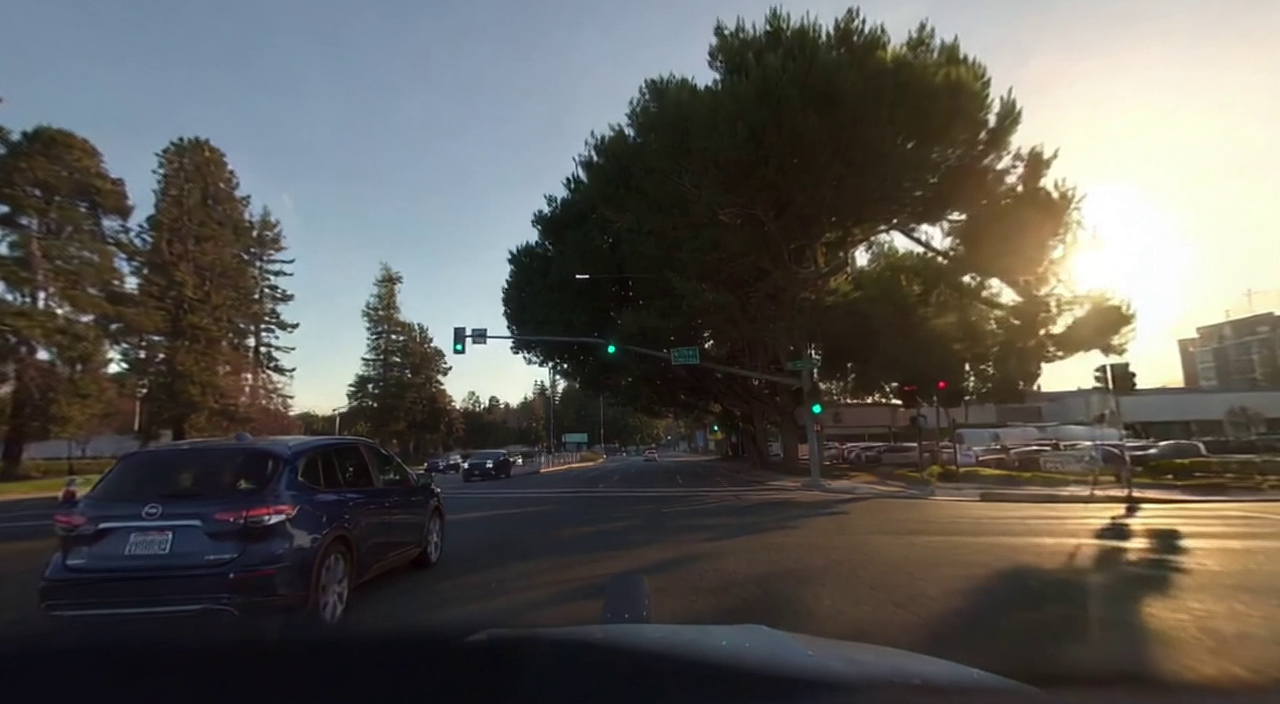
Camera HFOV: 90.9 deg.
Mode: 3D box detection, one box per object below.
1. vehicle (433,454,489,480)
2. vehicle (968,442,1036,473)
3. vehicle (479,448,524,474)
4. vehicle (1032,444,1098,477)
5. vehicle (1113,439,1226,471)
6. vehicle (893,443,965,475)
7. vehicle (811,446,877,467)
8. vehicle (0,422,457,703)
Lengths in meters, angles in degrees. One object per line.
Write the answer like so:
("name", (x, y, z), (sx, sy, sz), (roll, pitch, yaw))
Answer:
("vehicle", (-11.221, 7.214, 39.836), (2.001, 1.458, 4.278), (-1, -8, 4))
("vehicle", (17.957, 5.168, 31.191), (1.945, 1.434, 4.293), (-8, -11, 42))
("vehicle", (-10.767, 8.483, 49.275), (2.120, 1.833, 4.650), (-1, -8, 4))
("vehicle", (20.032, 5.050, 29.612), (1.930, 1.410, 4.313), (-7, -11, 40))
("vehicle", (27.536, 5.318, 32.824), (4.678, 1.558, 1.883), (1, -9, -12))
("vehicle", (15.526, 5.714, 33.739), (2.060, 1.445, 4.712), (-10, -11, 41))
("vehicle", (16.047, 8.214, 49.672), (4.594, 1.577, 1.789), (-5, -10, 30))
("vehicle", (-3.098, 1.377, 4.887), (1.924, 1.482, 4.734), (0, -8, 0))
